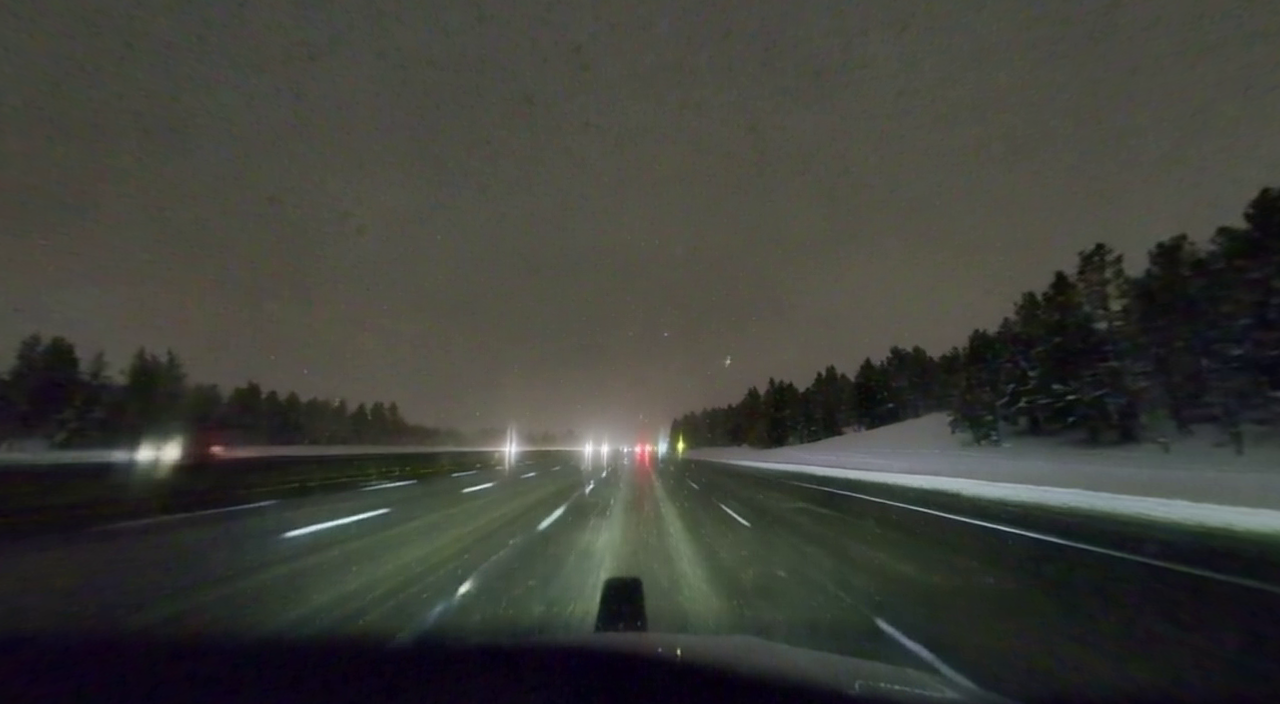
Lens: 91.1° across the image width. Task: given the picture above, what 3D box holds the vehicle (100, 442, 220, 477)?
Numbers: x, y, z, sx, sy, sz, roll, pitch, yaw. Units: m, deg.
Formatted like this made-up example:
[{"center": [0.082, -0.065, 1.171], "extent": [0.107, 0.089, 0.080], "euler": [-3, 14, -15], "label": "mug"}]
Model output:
[{"center": [-24.943, 5.576, 32.941], "extent": [2.103, 1.669, 5.235], "euler": [0, -9, 1], "label": "vehicle"}]
